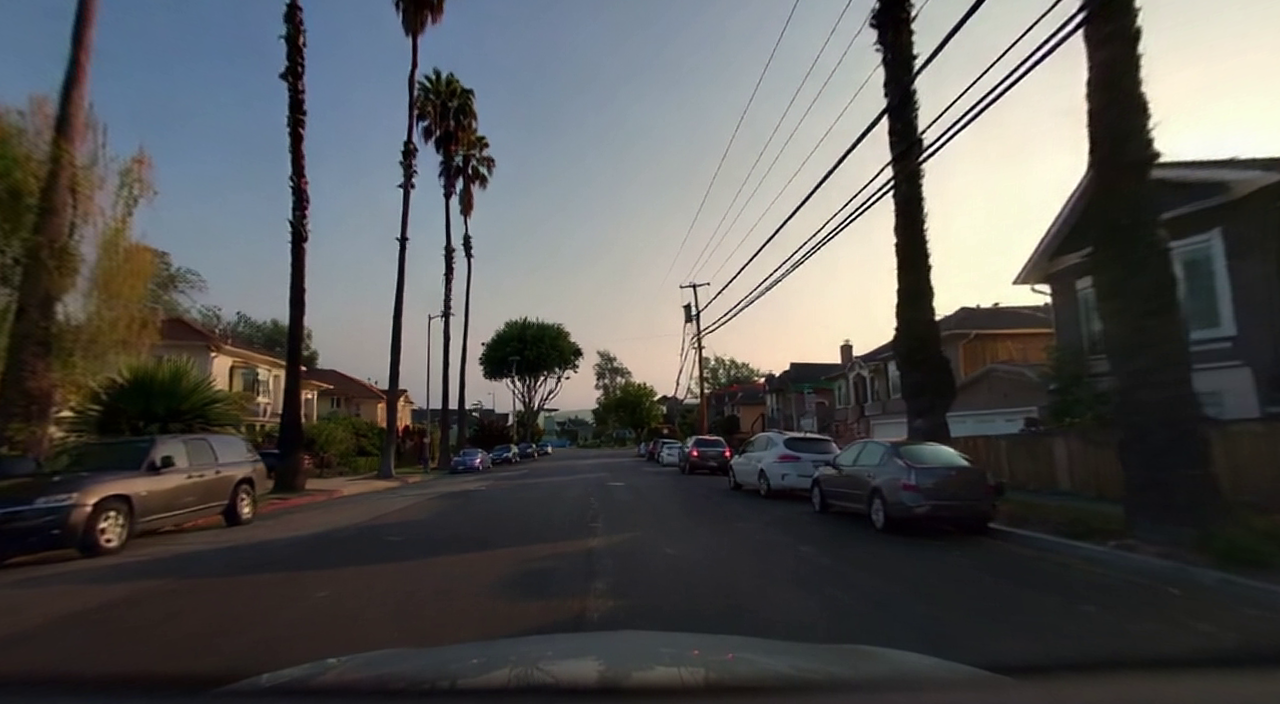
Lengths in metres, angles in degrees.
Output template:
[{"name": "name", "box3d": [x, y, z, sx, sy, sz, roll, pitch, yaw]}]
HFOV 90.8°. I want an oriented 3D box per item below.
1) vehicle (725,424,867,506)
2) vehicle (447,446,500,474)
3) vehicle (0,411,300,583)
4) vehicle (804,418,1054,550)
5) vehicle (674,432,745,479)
[{"name": "vehicle", "box3d": [3.712, 2.772, 16.052, 1.922, 1.761, 4.633, 1, -8, -7]}, {"name": "vehicle", "box3d": [-9.684, 6.267, 37.071, 2.013, 1.483, 4.645, 0, -8, -3]}, {"name": "vehicle", "box3d": [-7.963, 2.055, 10.114, 2.300, 1.943, 5.744, 1, -8, -5]}, {"name": "vehicle", "box3d": [4.268, 1.988, 10.290, 1.894, 1.675, 4.294, 0, -8, -2]}, {"name": "vehicle", "box3d": [2.863, 4.395, 27.257, 2.115, 1.826, 4.871, 1, -8, -5]}]
